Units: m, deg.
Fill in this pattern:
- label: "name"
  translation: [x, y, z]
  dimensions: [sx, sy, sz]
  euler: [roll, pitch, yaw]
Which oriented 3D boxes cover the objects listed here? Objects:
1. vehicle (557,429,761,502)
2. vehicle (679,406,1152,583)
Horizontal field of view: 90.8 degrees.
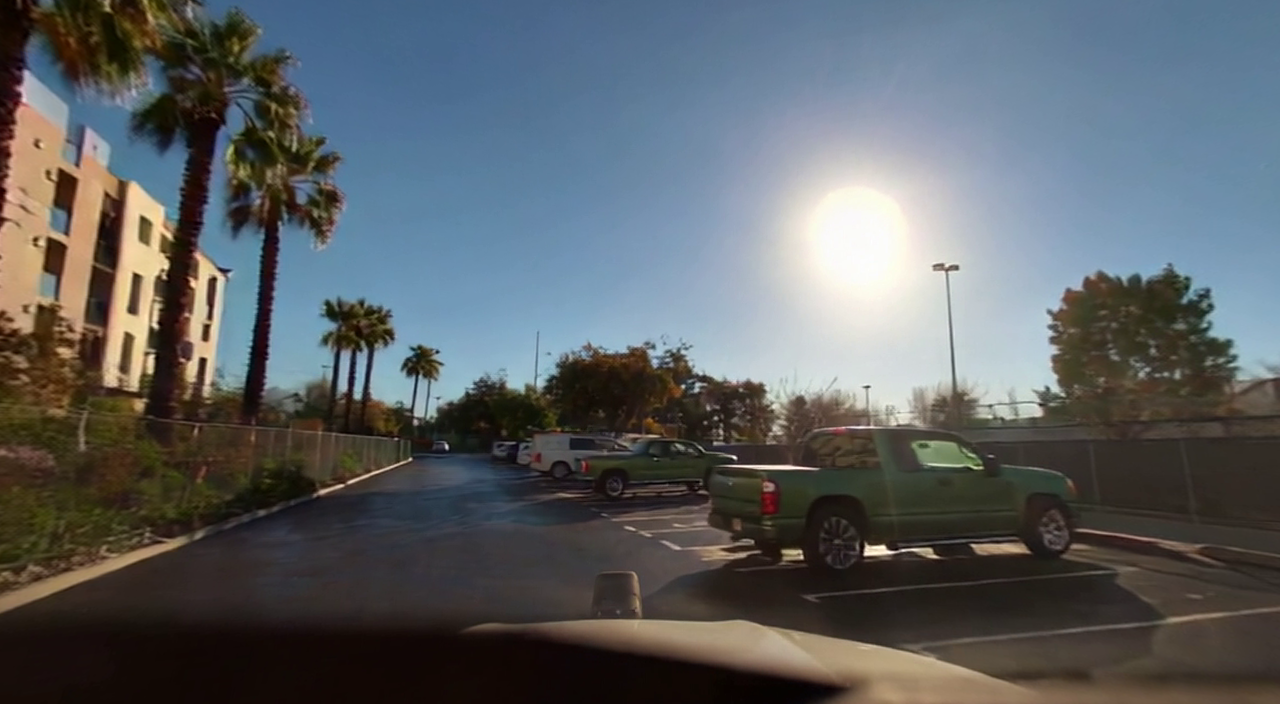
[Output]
- label: "vehicle"
  translation: [0.527, 3.166, 17.954]
  dimensions: [5.381, 1.826, 2.047]
  euler: [3, -9, -19]
- label: "vehicle"
  translation: [3.031, 1.646, 7.171]
  dimensions: [4.803, 1.520, 1.894]
  euler: [6, -14, -19]
